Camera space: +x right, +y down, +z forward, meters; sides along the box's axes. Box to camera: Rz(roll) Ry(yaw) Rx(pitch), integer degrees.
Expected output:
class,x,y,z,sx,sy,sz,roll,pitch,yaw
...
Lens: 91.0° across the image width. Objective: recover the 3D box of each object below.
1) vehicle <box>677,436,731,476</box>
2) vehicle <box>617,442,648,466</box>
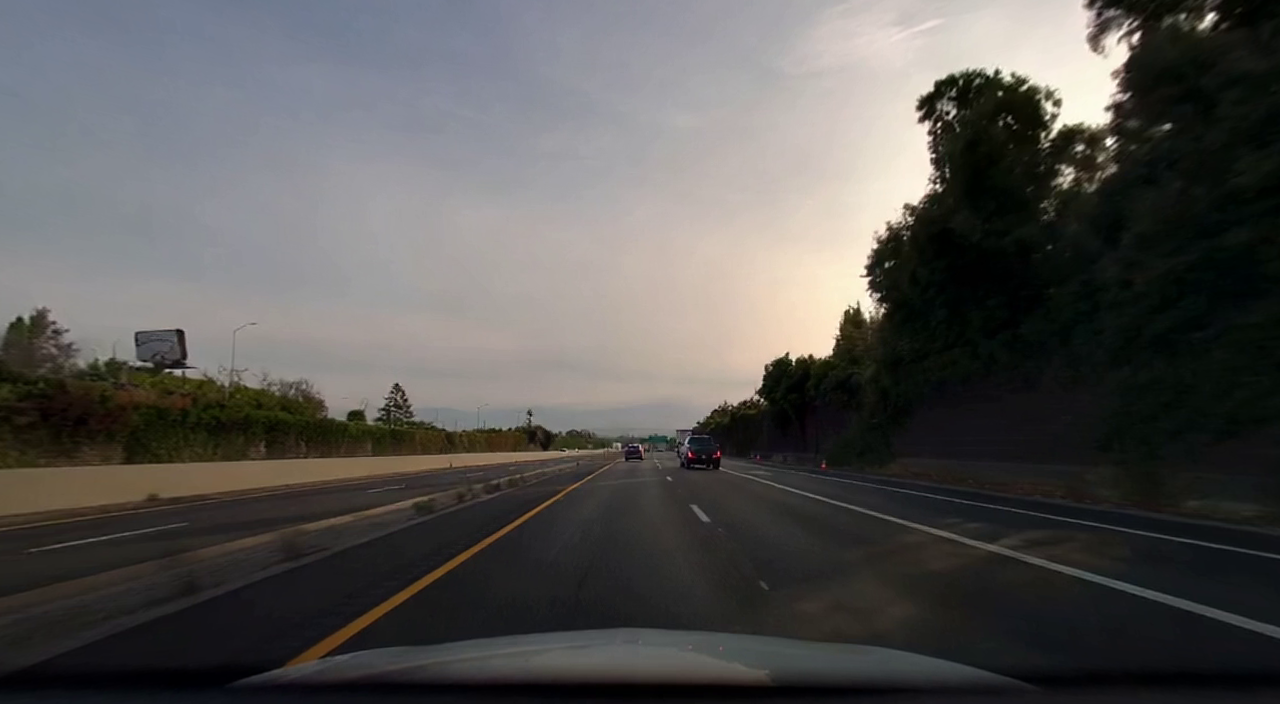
class,x,y,z,sx,sy,sz,roll,pitch,yaw
vehicle,3.190,5.326,32.426,2.269,1.839,4.554,0,-9,-1
vehicle,-0.514,7.496,46.250,2.142,1.664,4.076,0,-9,0
